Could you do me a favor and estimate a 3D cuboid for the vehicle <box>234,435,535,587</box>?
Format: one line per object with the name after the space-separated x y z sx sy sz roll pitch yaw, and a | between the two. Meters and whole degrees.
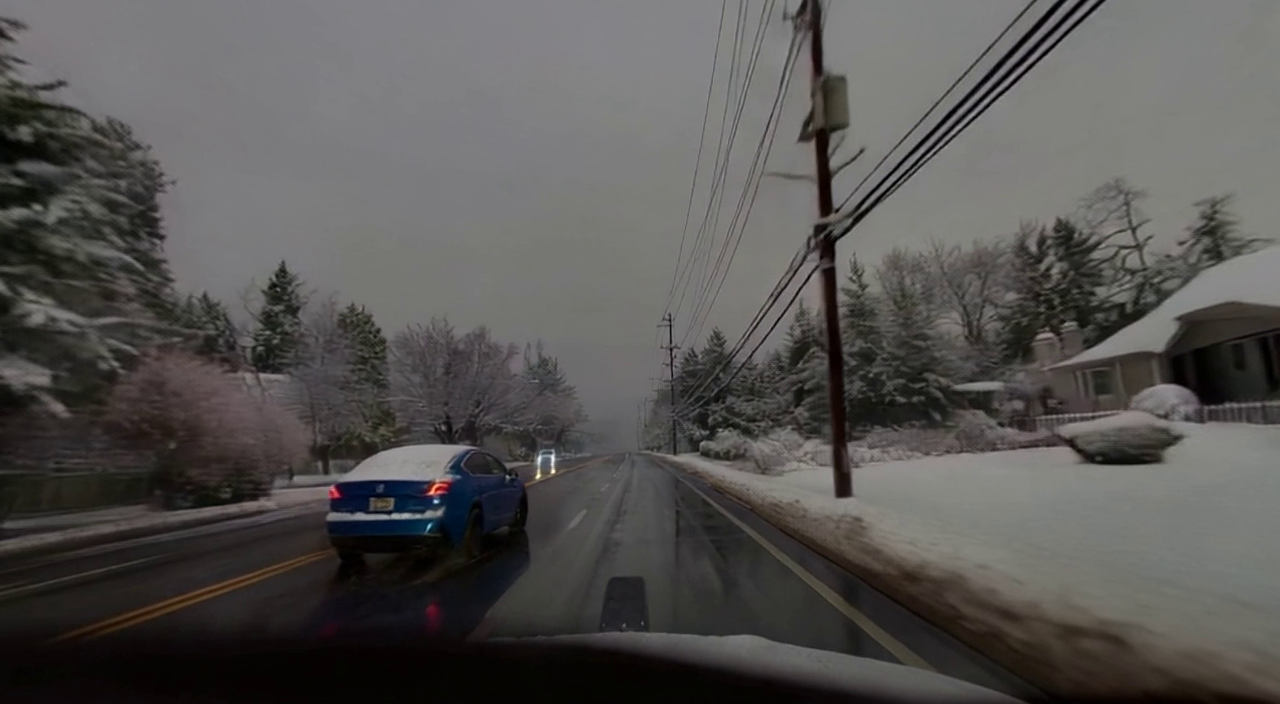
-3.028 1.995 8.967 2.085 1.512 5.023 -1 -8 1 | vehicle
